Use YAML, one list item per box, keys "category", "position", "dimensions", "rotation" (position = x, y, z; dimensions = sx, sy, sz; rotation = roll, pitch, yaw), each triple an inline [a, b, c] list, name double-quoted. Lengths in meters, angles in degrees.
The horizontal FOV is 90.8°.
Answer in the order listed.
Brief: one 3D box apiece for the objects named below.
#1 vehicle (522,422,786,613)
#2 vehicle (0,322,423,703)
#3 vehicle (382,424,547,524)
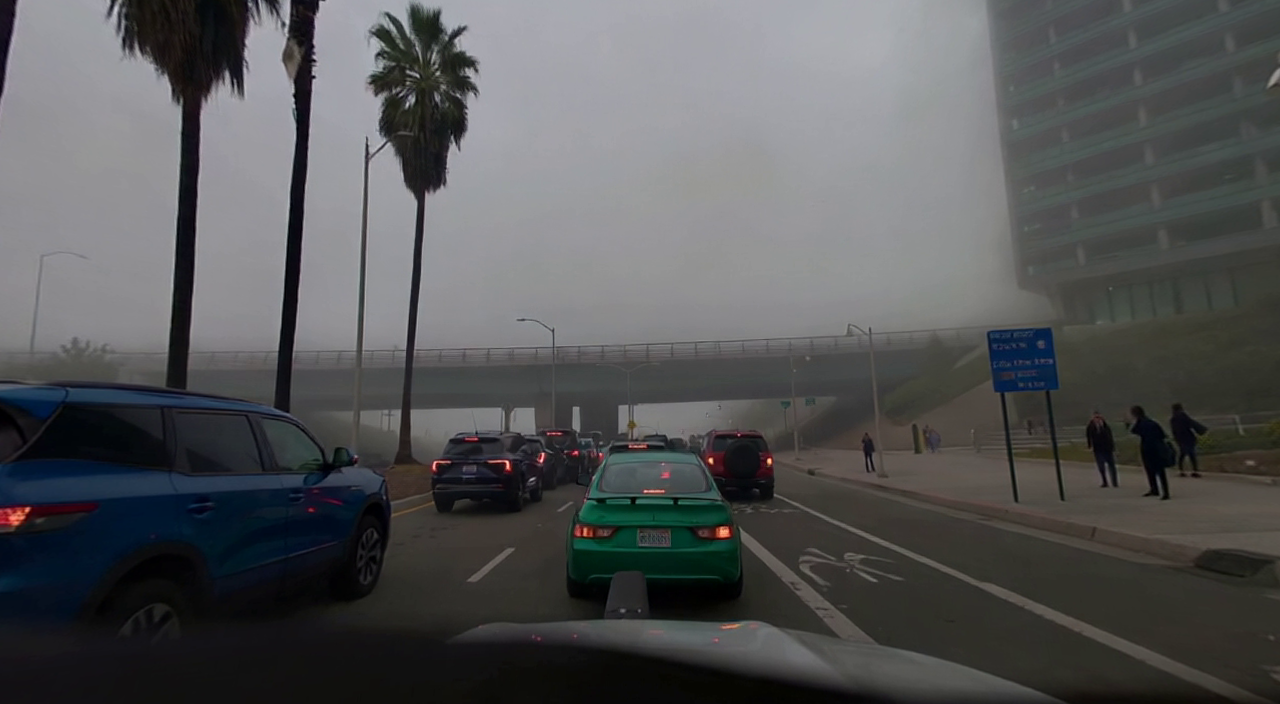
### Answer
- category: "vehicle"
  position: [0.094, 1.592, 7.027]
  dimensions: [2.036, 1.461, 4.129]
  rotation: [0, -8, 0]
- category: "vehicle"
  position: [-3.264, 1.064, 4.193]
  dimensions: [2.014, 1.740, 4.359]
  rotation: [0, -8, 1]
- category: "vehicle"
  position: [-3.201, 2.314, 12.489]
  dimensions: [1.955, 1.637, 4.032]
  rotation: [0, -8, 2]
